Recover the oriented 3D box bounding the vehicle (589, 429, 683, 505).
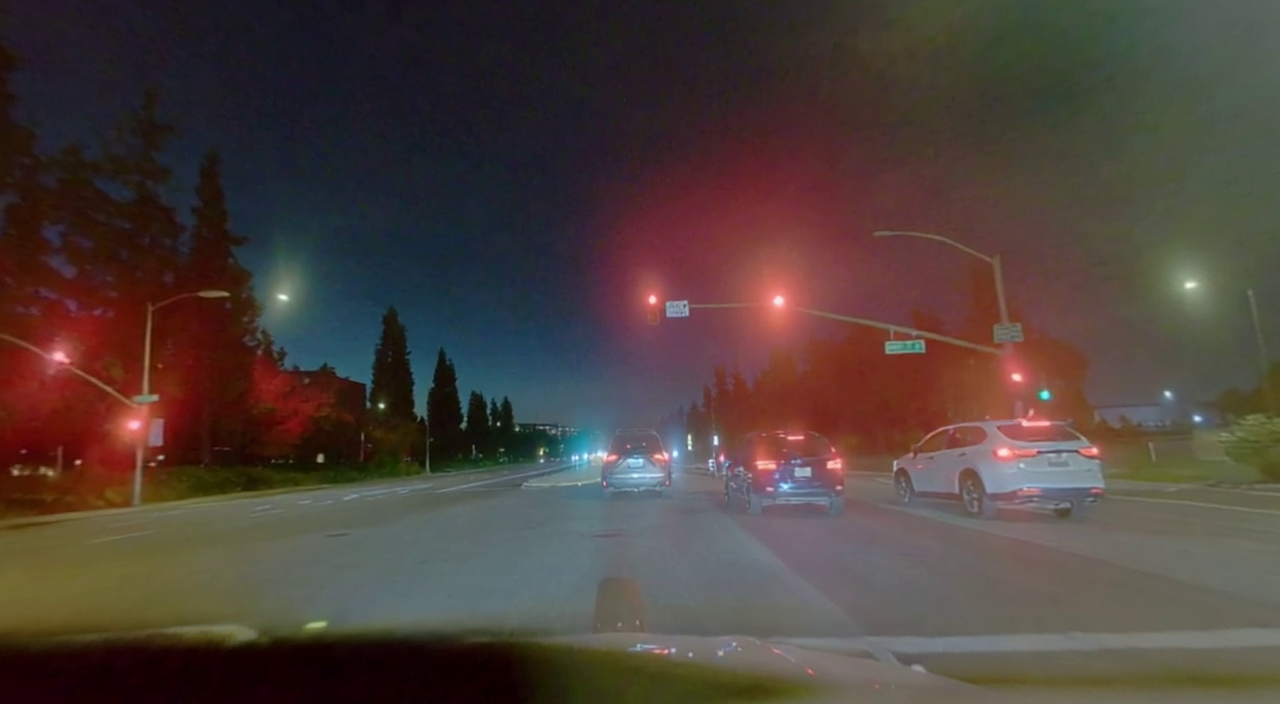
[{"bbox_3d":[-0.147,3.199,18.015,2.353,1.894,4.122,0,-9,-1],"label":"vehicle"}]

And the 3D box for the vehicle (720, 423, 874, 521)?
[{"bbox_3d":[3.246,2.617,14.384,2.057,1.788,5.216,0,-9,-1],"label":"vehicle"}]

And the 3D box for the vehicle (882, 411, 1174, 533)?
[{"bbox_3d":[7.019,2.247,12.463,2.251,1.873,5.346,0,-9,-1],"label":"vehicle"}]
